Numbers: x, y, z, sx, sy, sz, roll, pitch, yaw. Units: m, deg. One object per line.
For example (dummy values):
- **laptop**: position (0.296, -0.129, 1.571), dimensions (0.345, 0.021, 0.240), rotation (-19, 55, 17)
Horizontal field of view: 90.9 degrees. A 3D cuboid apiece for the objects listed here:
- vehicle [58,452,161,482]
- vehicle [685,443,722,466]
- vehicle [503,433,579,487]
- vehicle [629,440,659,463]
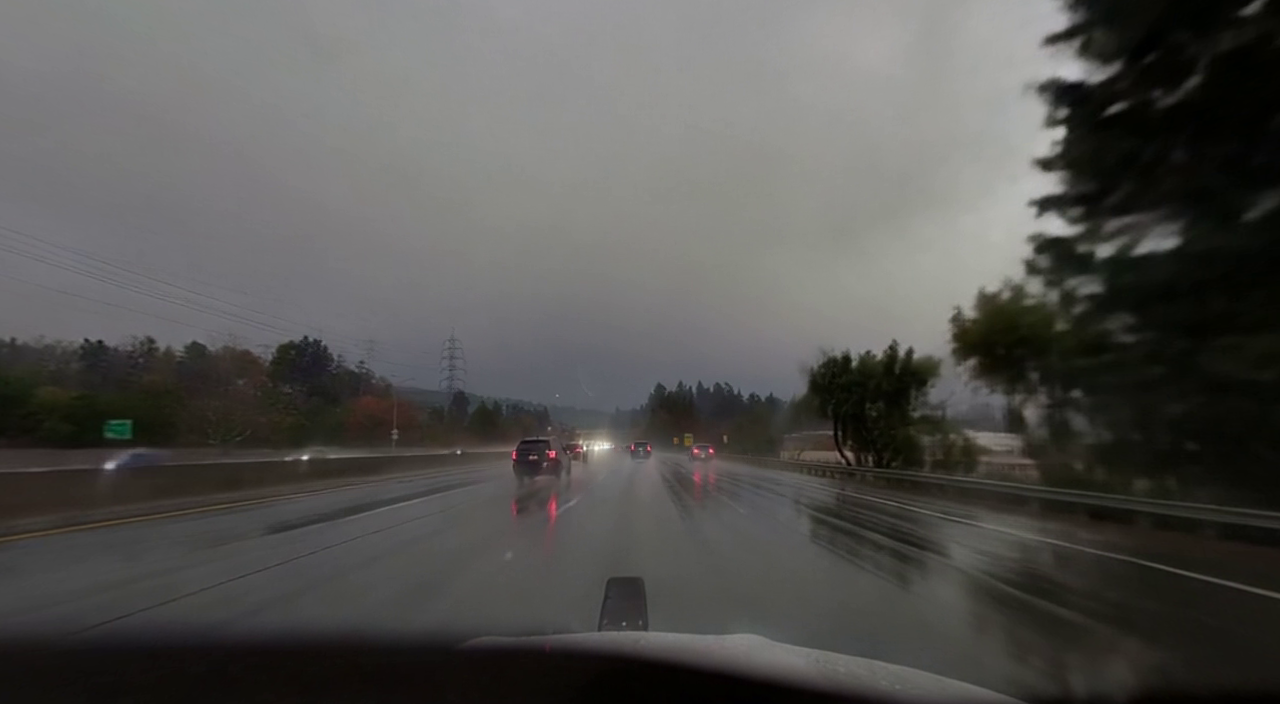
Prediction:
- **vehicle**: position (-28.939, 6.256, 34.615), dimensions (1.797, 1.464, 4.428), rotation (0, -8, 0)
- **vehicle**: position (4.274, 6.953, 43.005), dimensions (1.964, 1.479, 4.252), rotation (0, -8, -1)
- **vehicle**: position (-3.347, 3.737, 22.171), dimensions (1.961, 1.704, 4.052), rotation (0, -8, 1)
- **vehicle**: position (0.300, 7.623, 48.300), dimensions (2.156, 1.647, 3.987), rotation (0, -8, 1)
